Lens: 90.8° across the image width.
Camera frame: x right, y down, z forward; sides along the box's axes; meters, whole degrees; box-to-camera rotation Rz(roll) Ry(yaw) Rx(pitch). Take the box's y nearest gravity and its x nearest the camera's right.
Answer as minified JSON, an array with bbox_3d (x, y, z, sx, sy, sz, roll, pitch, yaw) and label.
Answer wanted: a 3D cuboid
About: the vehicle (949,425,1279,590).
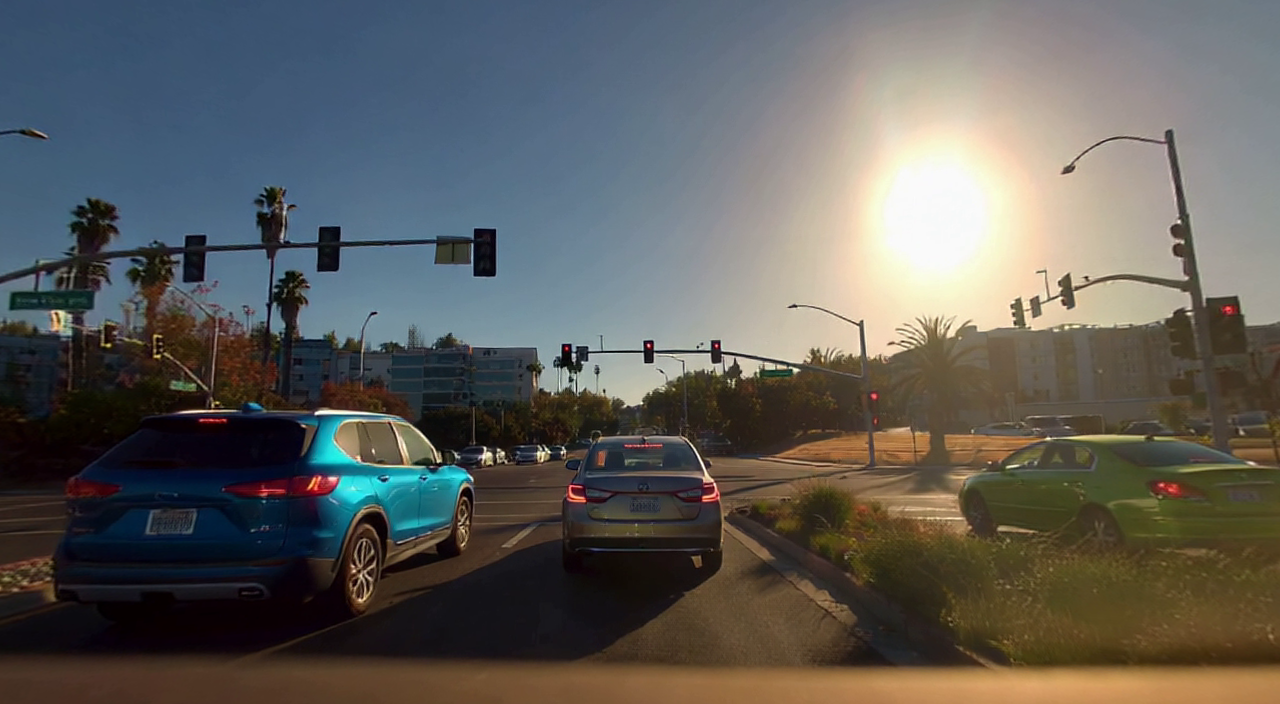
[{"bbox_3d":[6.095,1.756,8.082,1.970,1.489,4.482,0,-8,-1],"label":"vehicle"}]

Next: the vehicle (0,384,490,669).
[{"bbox_3d":[-3.095,1.365,6.082,2.051,1.682,4.467,0,-8,2],"label":"vehicle"}]

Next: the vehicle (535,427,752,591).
[{"bbox_3d":[0.004,1.704,7.718,1.942,1.445,3.973,0,-8,-1],"label":"vehicle"}]

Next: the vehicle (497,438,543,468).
[{"bbox_3d":[-7.911,6.698,42.066,2.130,1.810,4.450,-2,-8,1],"label":"vehicle"}]
